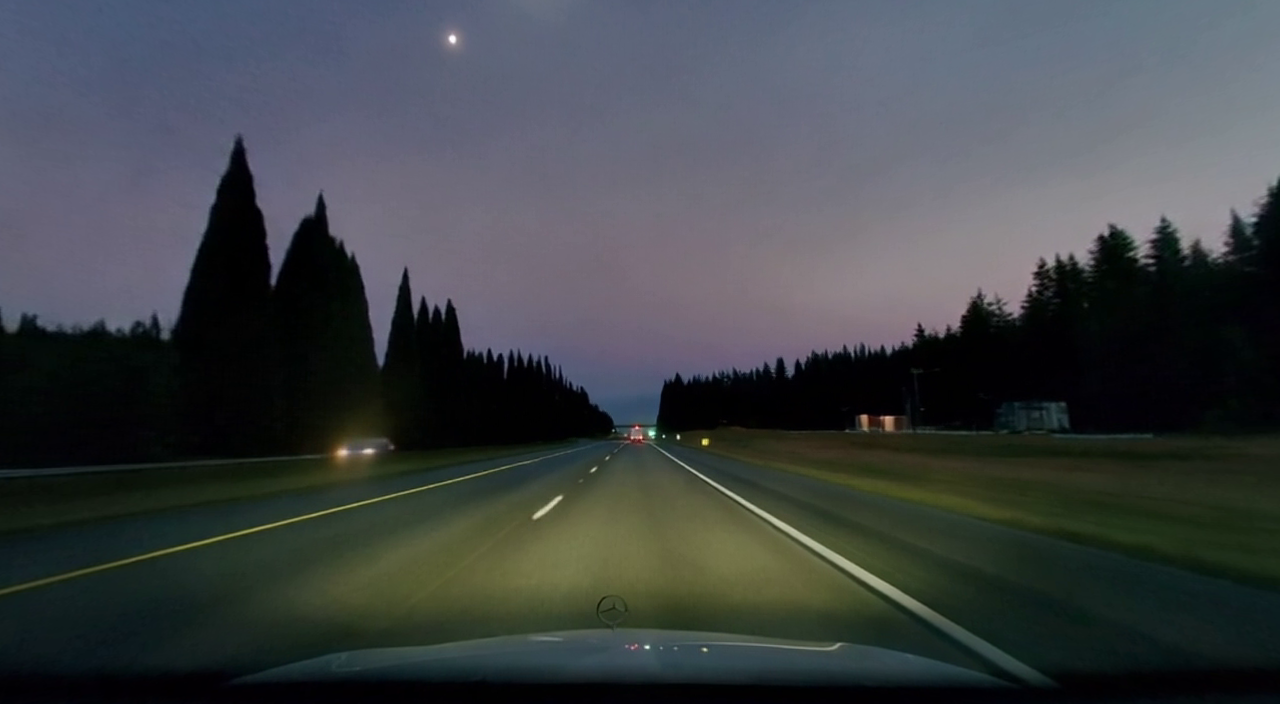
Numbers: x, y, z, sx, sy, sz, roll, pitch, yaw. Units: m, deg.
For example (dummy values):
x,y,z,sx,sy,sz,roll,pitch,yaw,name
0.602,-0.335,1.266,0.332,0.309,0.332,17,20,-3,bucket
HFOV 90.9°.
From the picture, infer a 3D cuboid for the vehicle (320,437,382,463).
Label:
x,y,z,sx,sy,sz,roll,pitch,yaw,name
-17.808,6.057,39.078,1.807,1.507,4.263,0,-8,0,vehicle
